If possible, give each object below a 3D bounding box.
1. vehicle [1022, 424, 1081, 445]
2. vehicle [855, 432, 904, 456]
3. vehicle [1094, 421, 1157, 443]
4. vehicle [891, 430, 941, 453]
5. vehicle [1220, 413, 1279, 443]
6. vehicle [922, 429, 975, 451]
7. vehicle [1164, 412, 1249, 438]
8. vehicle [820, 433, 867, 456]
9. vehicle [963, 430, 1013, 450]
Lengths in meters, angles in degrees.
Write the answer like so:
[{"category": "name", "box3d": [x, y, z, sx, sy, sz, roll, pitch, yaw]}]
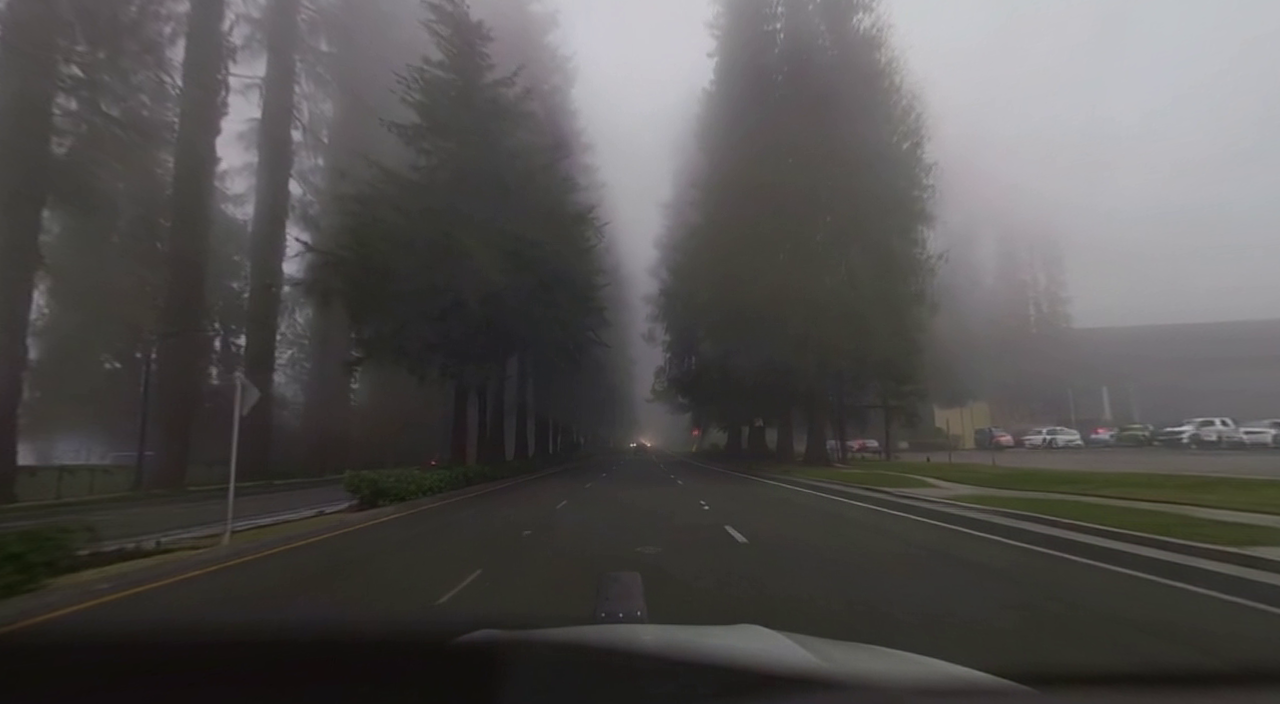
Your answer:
[{"category": "vehicle", "box3d": [31.277, 6.325, 48.173, 1.862, 1.537, 4.113, -1, -9, 2]}, {"category": "vehicle", "box3d": [17.855, 6.892, 47.295, 1.907, 1.601, 4.253, -3, -9, 0]}, {"category": "vehicle", "box3d": [36.746, 6.105, 47.922, 1.766, 1.510, 3.703, 0, -9, -2]}, {"category": "vehicle", "box3d": [20.529, 6.710, 47.169, 1.914, 1.585, 4.157, -1, -8, 1]}, {"category": "vehicle", "box3d": [34.229, 4.096, 33.849, 1.850, 1.490, 4.701, -1, -9, 2]}, {"category": "vehicle", "box3d": [23.215, 6.676, 47.719, 1.954, 1.583, 4.269, -1, -8, 2]}, {"category": "vehicle", "box3d": [42.303, 5.495, 47.329, 1.865, 1.737, 4.703, 0, -9, -1]}, {"category": "vehicle", "box3d": [15.292, 6.994, 47.667, 1.946, 1.633, 4.367, -1, -8, -2]}, {"category": "vehicle", "box3d": [25.901, 6.602, 47.109, 1.719, 1.431, 3.666, -1, -9, 2]}]
